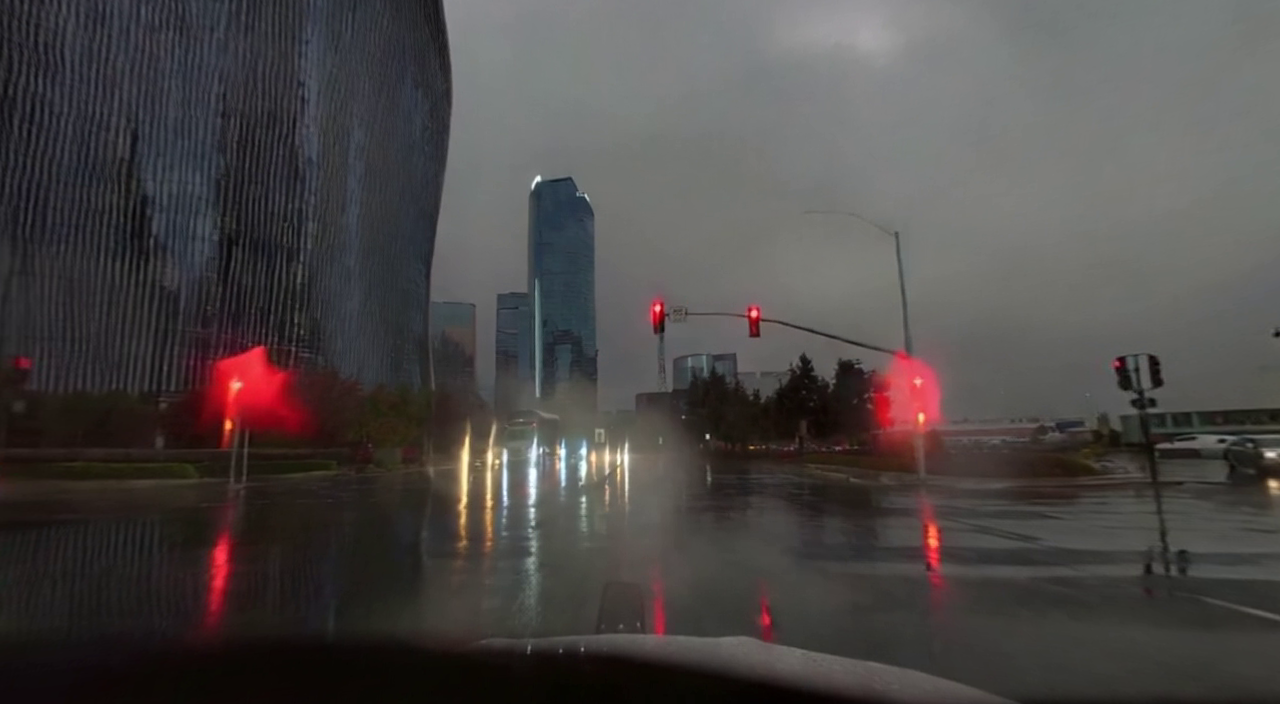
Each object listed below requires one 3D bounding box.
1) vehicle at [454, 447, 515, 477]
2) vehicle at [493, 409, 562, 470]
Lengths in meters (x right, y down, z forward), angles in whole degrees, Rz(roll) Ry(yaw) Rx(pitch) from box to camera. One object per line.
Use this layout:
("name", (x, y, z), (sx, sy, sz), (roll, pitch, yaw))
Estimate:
("vehicle", (-8.496, 6.039, 34.870), (2.113, 1.535, 4.504), (0, -9, 1))
("vehicle", (-7.987, 6.530, 46.563), (3.109, 3.888, 11.000), (1, -9, 0))
